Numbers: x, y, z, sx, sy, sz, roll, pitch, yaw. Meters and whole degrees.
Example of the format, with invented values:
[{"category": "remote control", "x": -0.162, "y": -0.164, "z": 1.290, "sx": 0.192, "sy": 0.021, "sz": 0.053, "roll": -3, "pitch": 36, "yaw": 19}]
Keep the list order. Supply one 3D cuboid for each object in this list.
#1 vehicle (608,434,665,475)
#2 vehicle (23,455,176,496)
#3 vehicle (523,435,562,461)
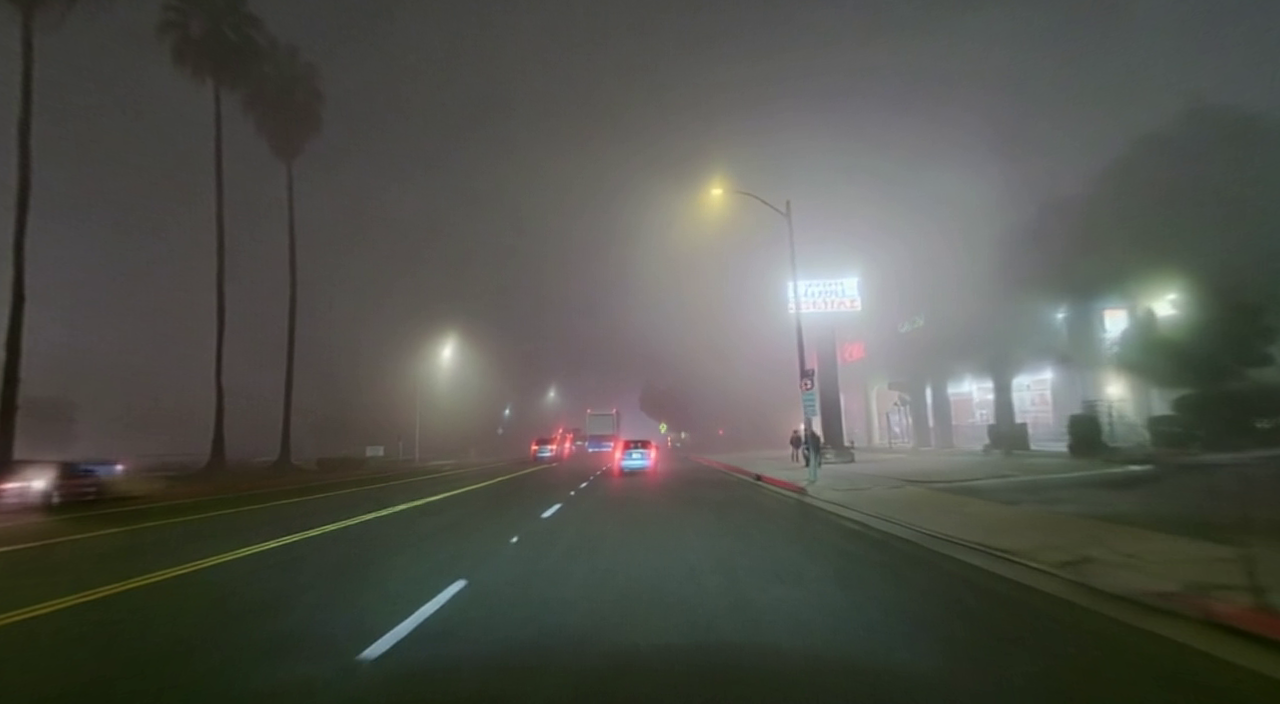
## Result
[{"category": "vehicle", "x": -0.110, "y": 4.178, "z": 25.722, "sx": 2.144, "sy": 1.514, "sz": 4.063, "roll": 0, "pitch": -9, "yaw": 1}, {"category": "vehicle", "x": -21.939, "y": 4.998, "z": 25.760, "sx": 4.320, "sy": 1.496, "sz": 2.046, "roll": 5, "pitch": -10, "yaw": -29}, {"category": "vehicle", "x": -7.113, "y": 7.066, "z": 46.248, "sx": 2.014, "sy": 1.830, "sz": 4.281, "roll": 0, "pitch": -9, "yaw": 2}]
